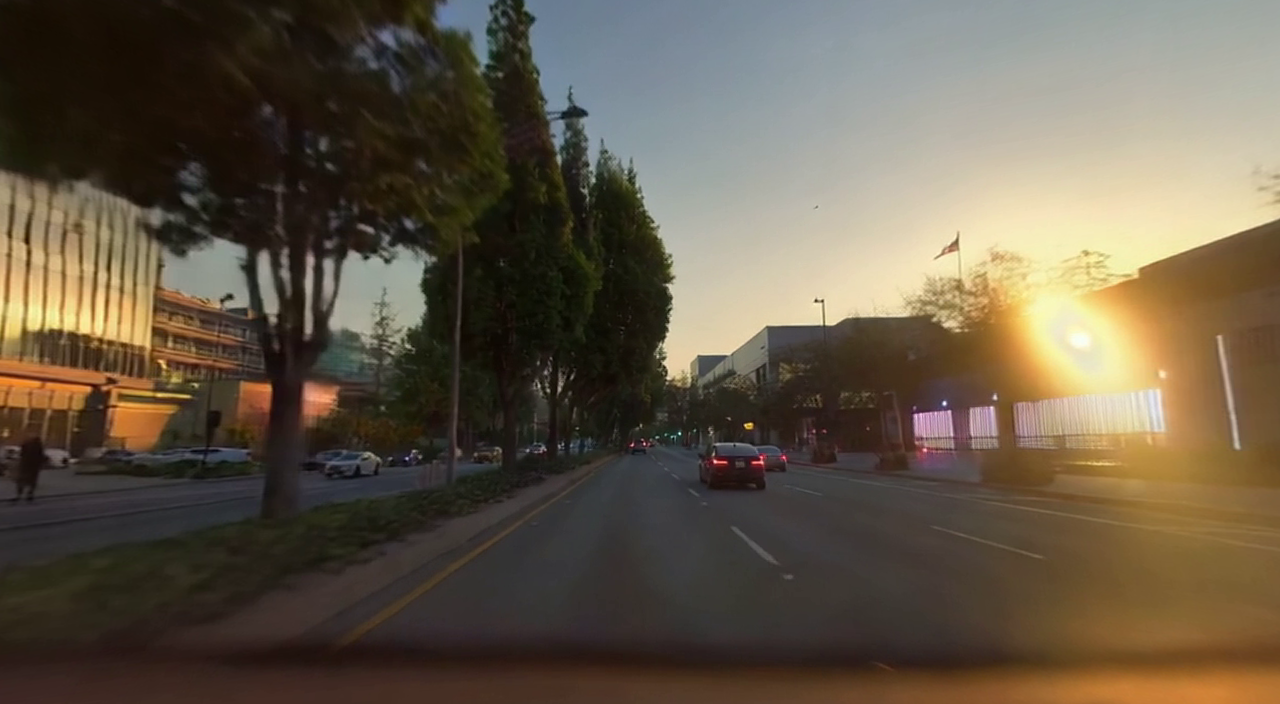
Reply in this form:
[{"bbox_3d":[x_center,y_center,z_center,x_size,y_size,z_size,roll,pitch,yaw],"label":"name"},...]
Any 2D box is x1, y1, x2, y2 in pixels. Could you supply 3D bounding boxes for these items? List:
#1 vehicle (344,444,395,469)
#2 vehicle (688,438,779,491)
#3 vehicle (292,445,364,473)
[{"bbox_3d":[-19.637,7.593,46.000,1.875,1.734,4.252,0,-8,-1],"label":"vehicle"},{"bbox_3d":[2.815,3.540,20.220,2.131,1.491,4.496,0,-8,-1],"label":"vehicle"},{"bbox_3d":[-19.649,6.732,40.064,1.977,1.687,4.909,0,-8,1],"label":"vehicle"}]
